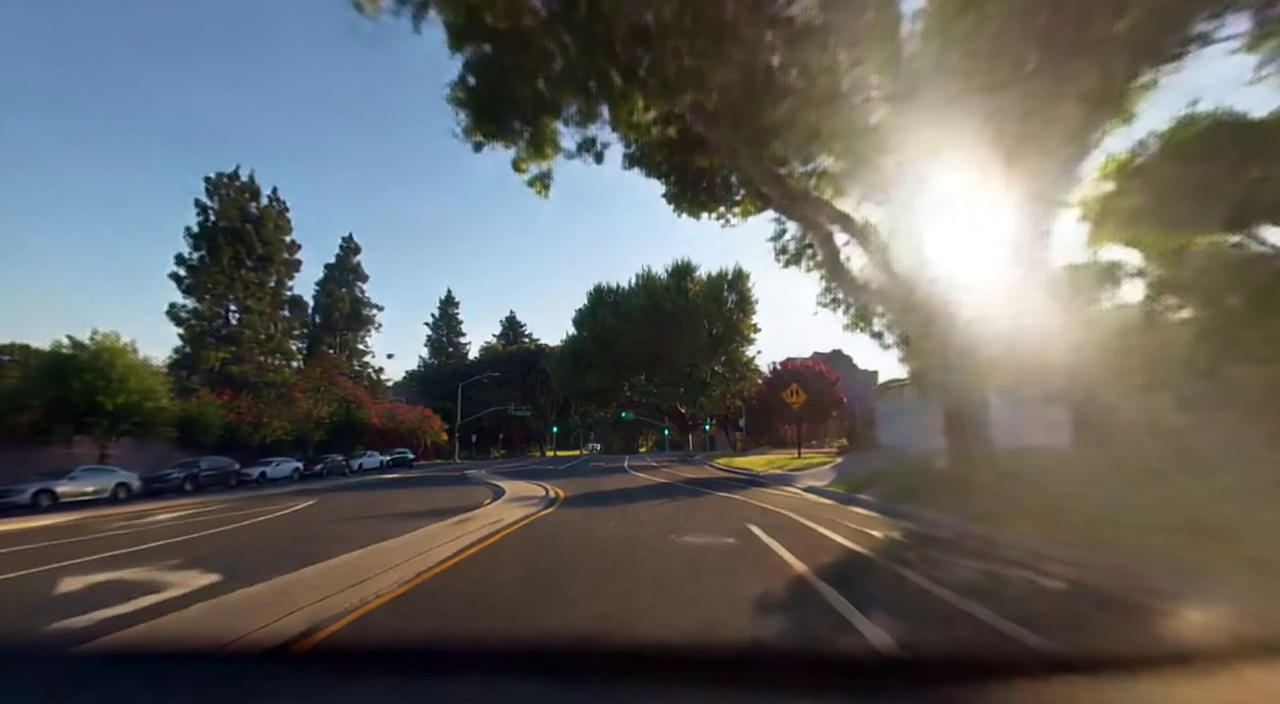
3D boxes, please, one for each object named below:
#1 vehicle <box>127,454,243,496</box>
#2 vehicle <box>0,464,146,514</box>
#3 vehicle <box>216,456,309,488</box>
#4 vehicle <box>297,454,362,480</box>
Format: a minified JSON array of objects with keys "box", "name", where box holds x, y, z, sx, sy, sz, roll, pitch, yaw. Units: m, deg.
[{"box":[-21.631,5.840,30.251,1.974,1.704,4.628,1,-8,2],"name":"vehicle"},{"box":[-21.619,5.012,23.533,1.919,1.497,5.140,-1,-8,4],"name":"vehicle"},{"box":[-21.437,6.830,36.114,1.954,1.575,5.225,0,-8,2],"name":"vehicle"},{"box":[-21.280,7.872,43.425,1.883,1.506,4.863,1,-8,2],"name":"vehicle"}]
